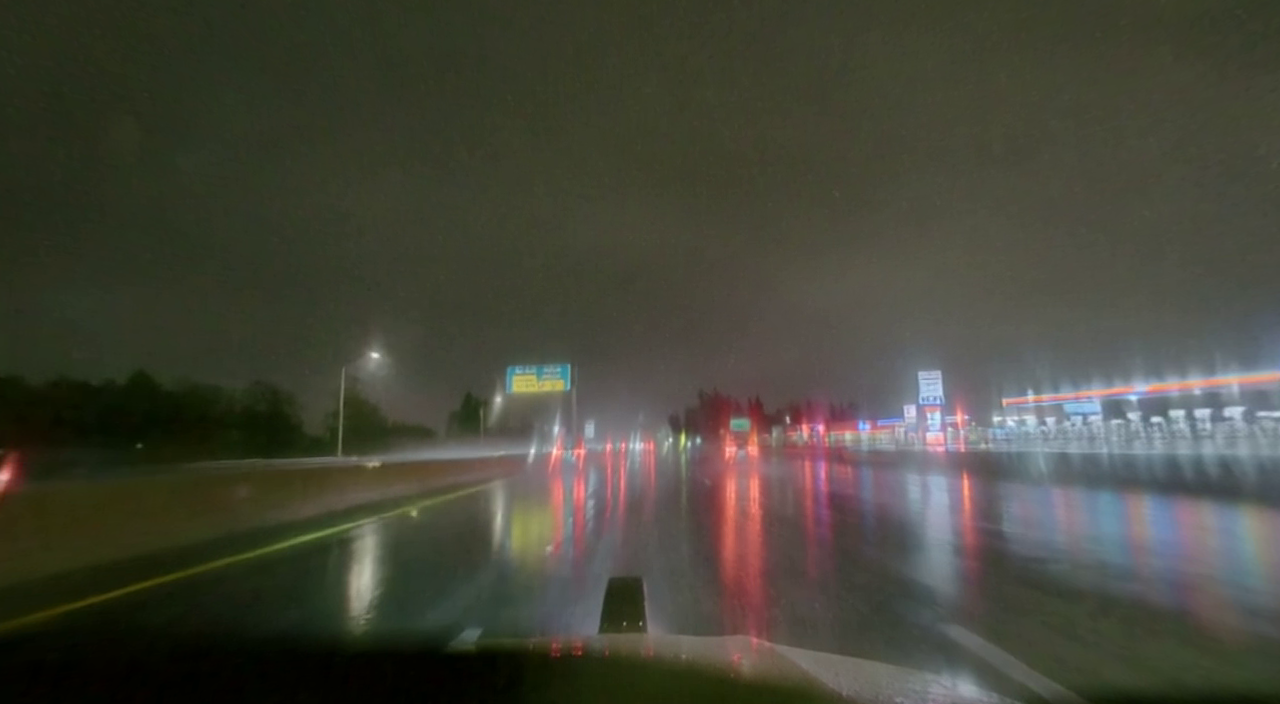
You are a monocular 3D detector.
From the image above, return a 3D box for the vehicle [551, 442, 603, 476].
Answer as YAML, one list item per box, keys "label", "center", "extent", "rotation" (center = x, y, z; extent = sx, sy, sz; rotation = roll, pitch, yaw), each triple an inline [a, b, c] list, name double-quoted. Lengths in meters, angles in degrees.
- label: "vehicle"
  center: [-3.030, 5.277, 31.270]
  extent: [2.114, 1.510, 4.186]
  rotation: [-1, -9, 1]

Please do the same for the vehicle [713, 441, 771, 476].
- label: "vehicle"
  center: [4.645, 4.954, 29.553]
  extent: [1.909, 1.467, 4.940]
  rotation: [-1, -9, 0]
